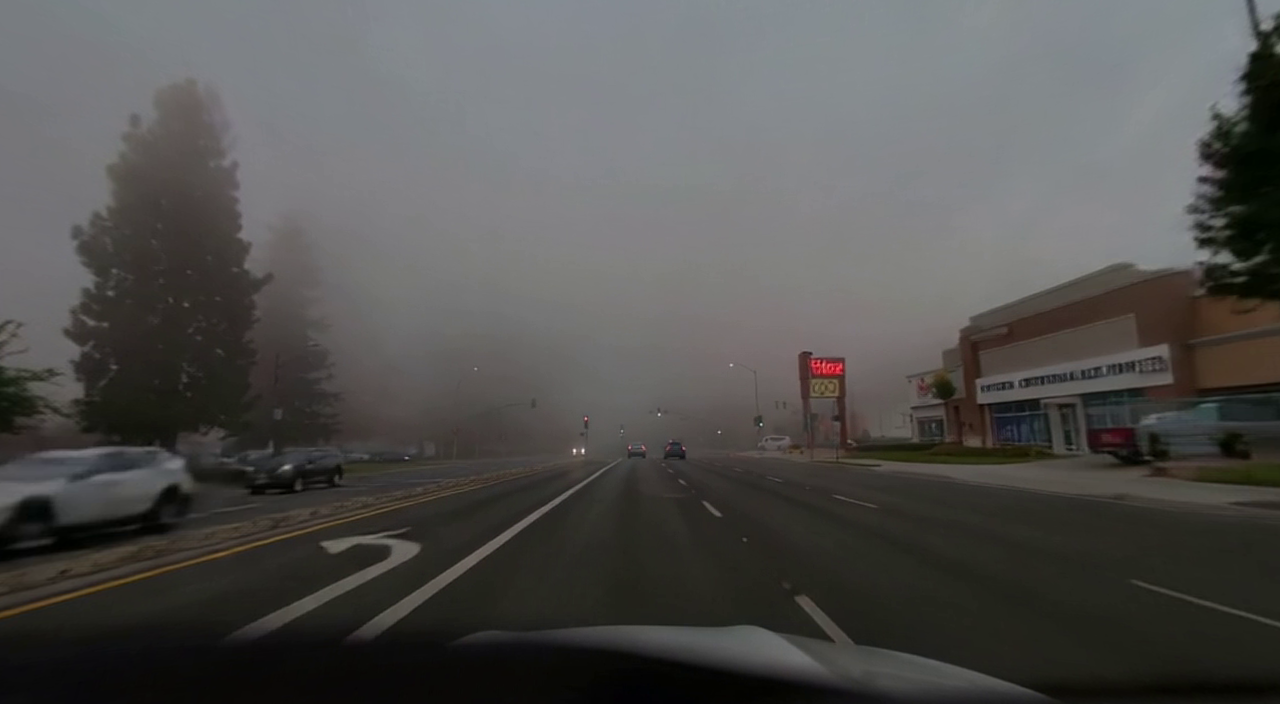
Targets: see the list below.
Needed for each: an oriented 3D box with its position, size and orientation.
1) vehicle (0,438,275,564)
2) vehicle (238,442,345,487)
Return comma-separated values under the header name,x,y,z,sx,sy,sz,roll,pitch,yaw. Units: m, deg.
name,x,y,z,sx,sy,sz,roll,pitch,yaw
vehicle,-8.256,2.177,10.170,1.958,1.534,4.598,0,-8,0
vehicle,-14.766,4.763,27.118,1.967,1.756,4.471,0,-8,0
